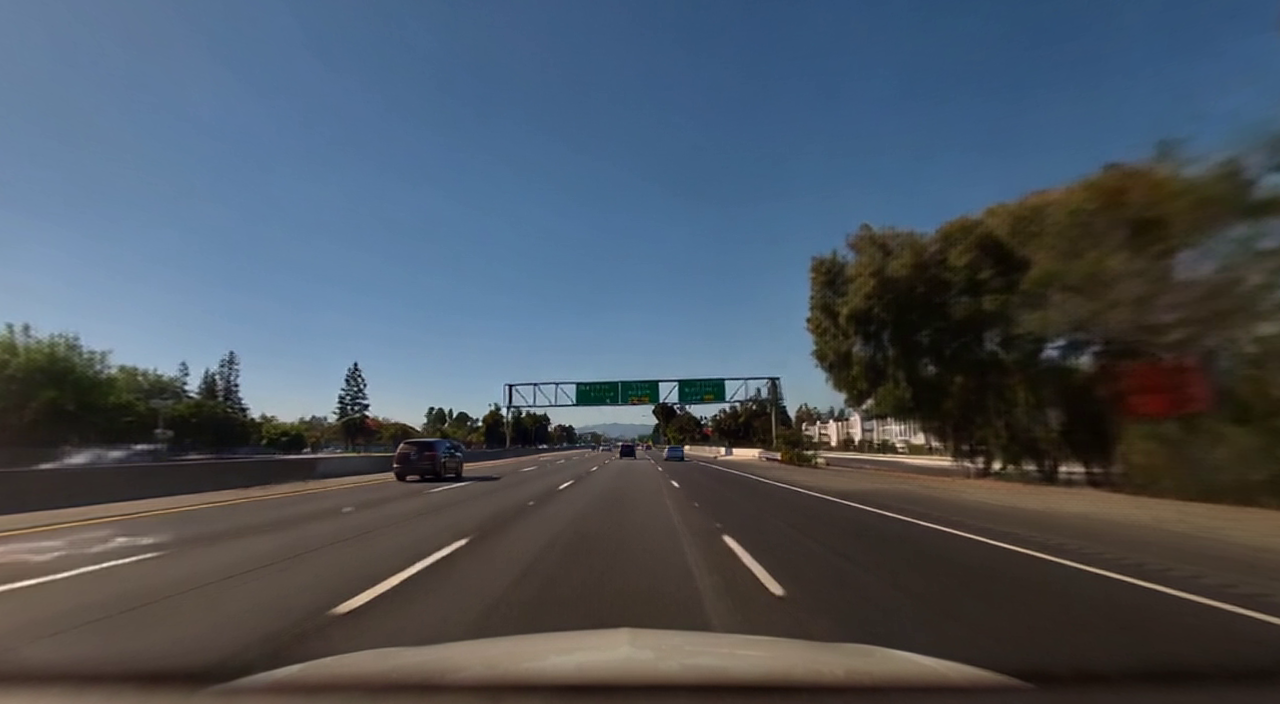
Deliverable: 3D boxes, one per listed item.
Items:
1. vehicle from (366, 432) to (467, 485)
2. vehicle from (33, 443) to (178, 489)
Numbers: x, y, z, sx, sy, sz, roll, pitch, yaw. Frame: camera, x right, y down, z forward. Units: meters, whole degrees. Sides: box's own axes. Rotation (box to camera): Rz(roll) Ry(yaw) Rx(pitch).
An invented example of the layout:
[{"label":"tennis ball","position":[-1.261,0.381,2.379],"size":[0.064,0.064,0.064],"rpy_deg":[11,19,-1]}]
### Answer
[{"label":"vehicle","position":[-8.040,3.869,23.219],"size":[2.089,1.724,4.327],"rpy_deg":[0,-9,0]},{"label":"vehicle","position":[-21.945,4.645,26.245],"size":[1.982,1.661,4.636],"rpy_deg":[0,-8,0]}]
